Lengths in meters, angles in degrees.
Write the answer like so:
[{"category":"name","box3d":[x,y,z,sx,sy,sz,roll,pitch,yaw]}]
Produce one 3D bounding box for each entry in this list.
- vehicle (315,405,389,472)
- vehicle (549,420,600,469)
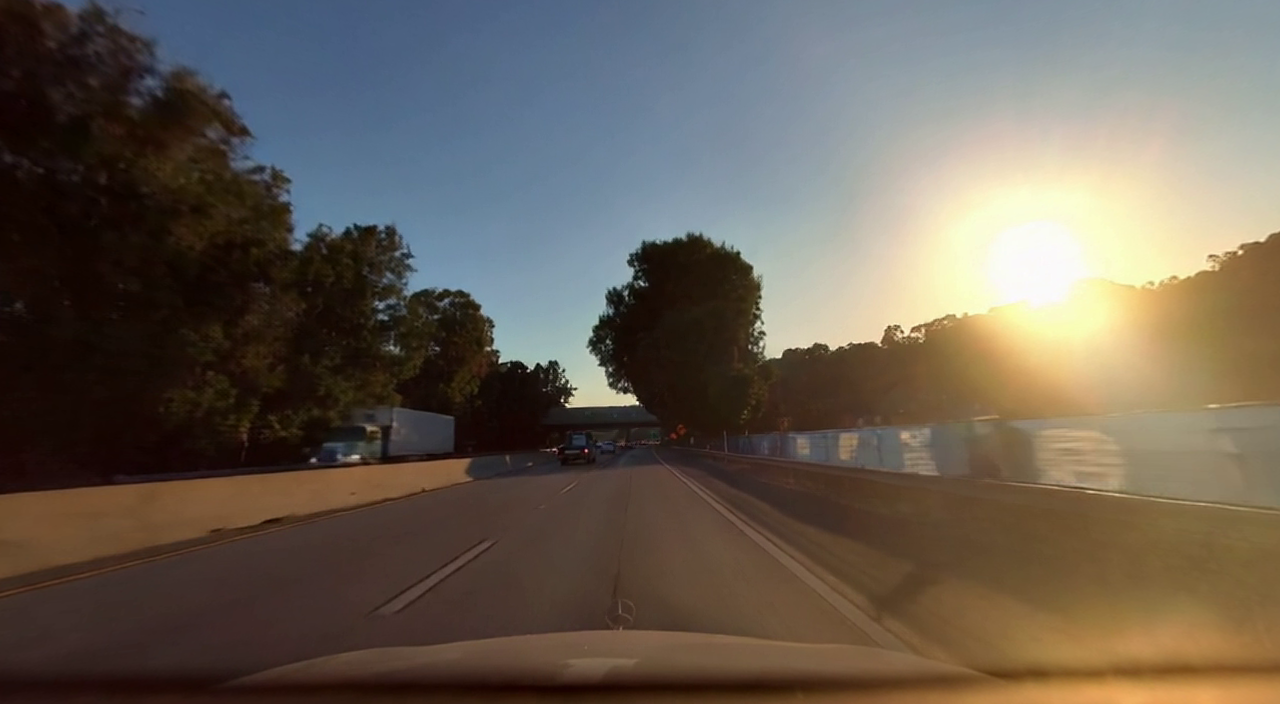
[{"category":"vehicle","box3d":[-17.466,5.269,38.388,3.014,3.832,3.036,0,-8,-1]},{"category":"vehicle","box3d":[-3.760,5.466,37.350,2.484,2.625,5.907,0,-8,0]}]
